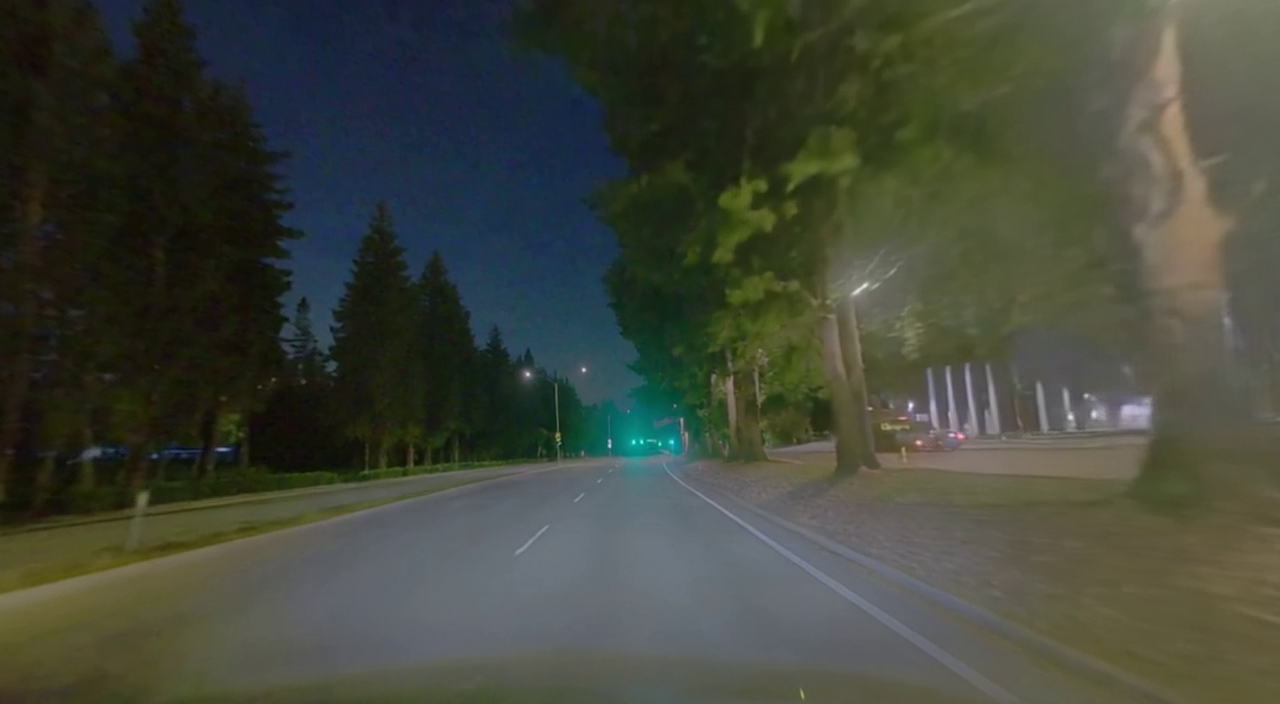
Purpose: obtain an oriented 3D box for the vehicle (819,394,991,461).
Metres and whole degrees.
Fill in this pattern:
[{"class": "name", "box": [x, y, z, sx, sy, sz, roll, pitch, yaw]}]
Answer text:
[{"class": "vehicle", "box": [18.909, 6.165, 48.371, 3.411, 3.967, 20.452, -1, -9, -3]}]
